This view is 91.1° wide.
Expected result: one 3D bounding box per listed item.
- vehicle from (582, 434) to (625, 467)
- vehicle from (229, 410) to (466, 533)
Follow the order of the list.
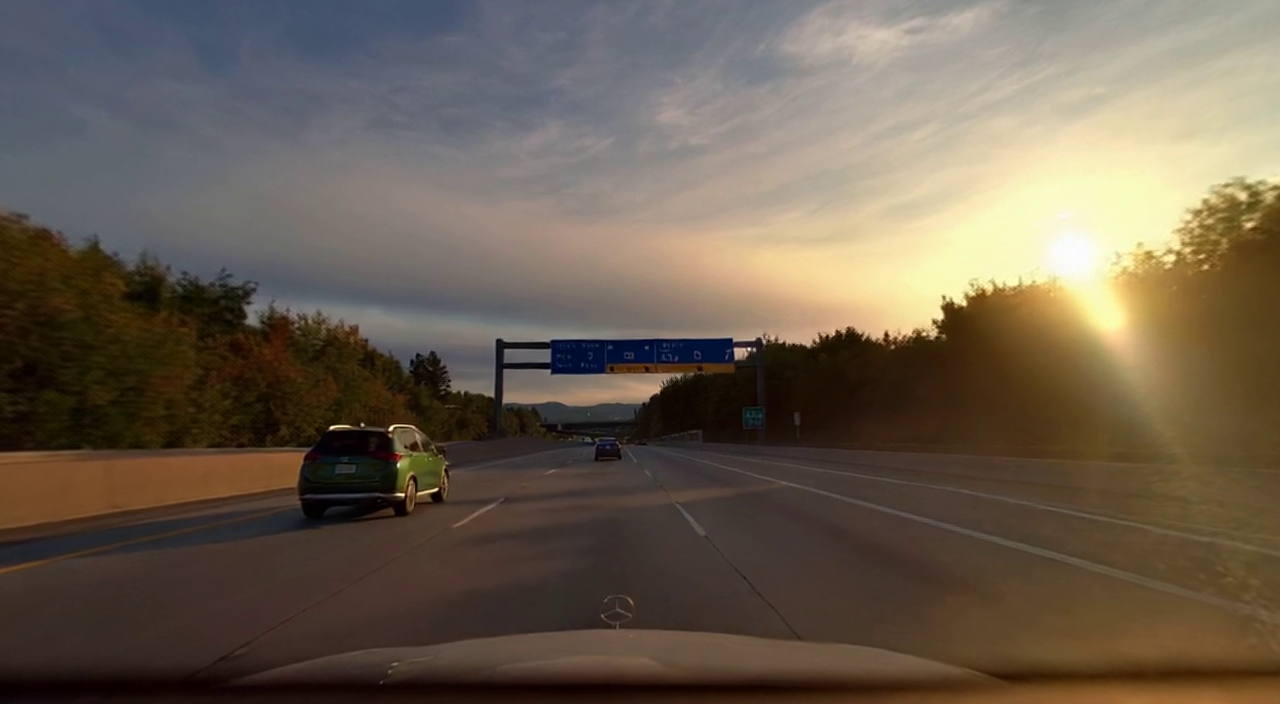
[{"bbox_3d":[-1.767,4.837,31.113,2.010,1.534,4.013,0,-8,-2],"label":"vehicle"},{"bbox_3d":[-4.709,1.973,11.087,2.111,1.689,4.505,0,-8,-2],"label":"vehicle"}]
